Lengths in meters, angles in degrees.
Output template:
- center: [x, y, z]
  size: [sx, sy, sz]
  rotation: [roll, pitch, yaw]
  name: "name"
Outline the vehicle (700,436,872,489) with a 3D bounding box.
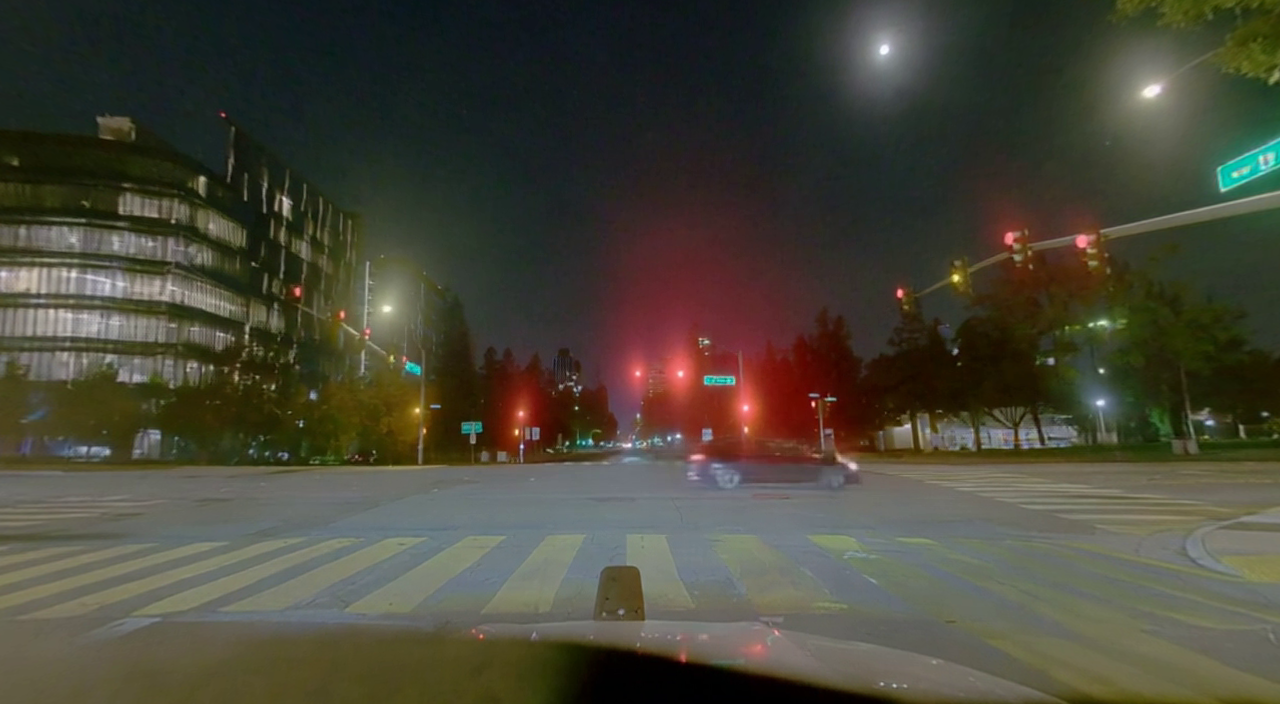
- center: [4.253, 3.291, 19.025]
  size: [4.698, 1.466, 1.883]
  rotation: [0, -9, 0]
  name: "vehicle"
